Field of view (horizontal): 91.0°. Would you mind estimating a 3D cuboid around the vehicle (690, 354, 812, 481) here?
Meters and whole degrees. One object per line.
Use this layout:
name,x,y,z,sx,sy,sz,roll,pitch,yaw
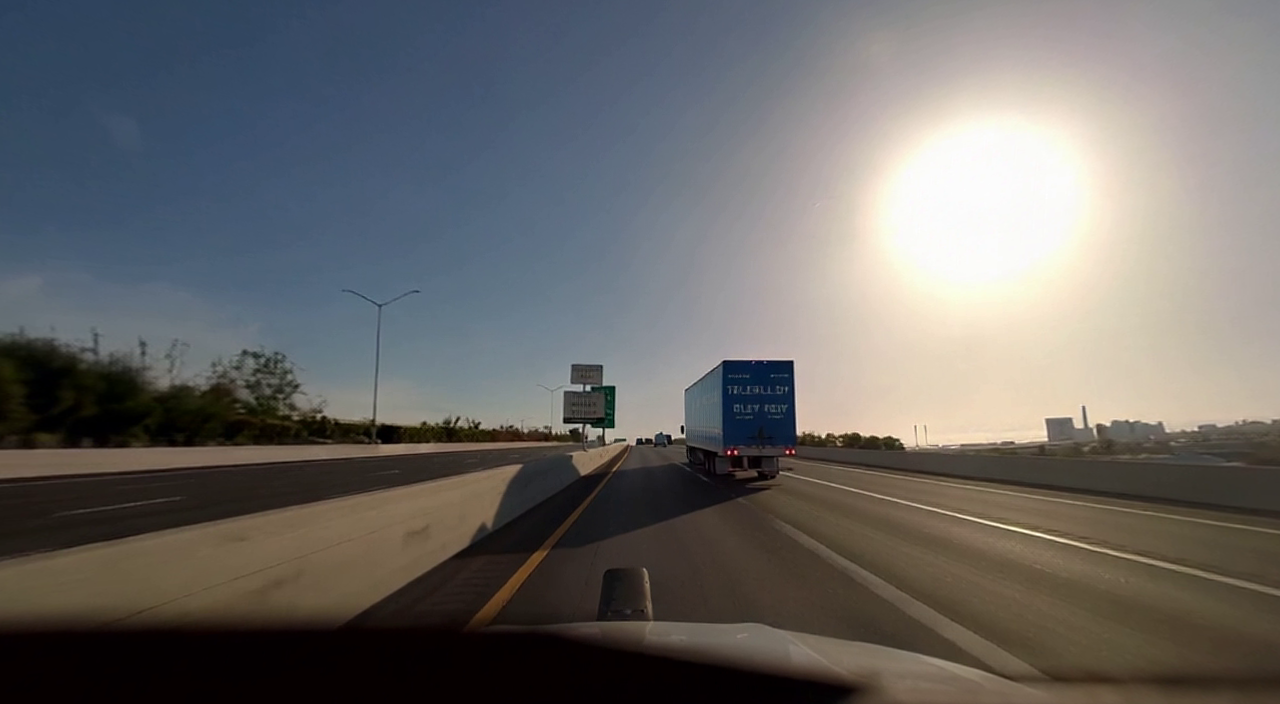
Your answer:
vehicle,4.122,3.099,27.388,3.006,4.093,14.142,0,-8,1
